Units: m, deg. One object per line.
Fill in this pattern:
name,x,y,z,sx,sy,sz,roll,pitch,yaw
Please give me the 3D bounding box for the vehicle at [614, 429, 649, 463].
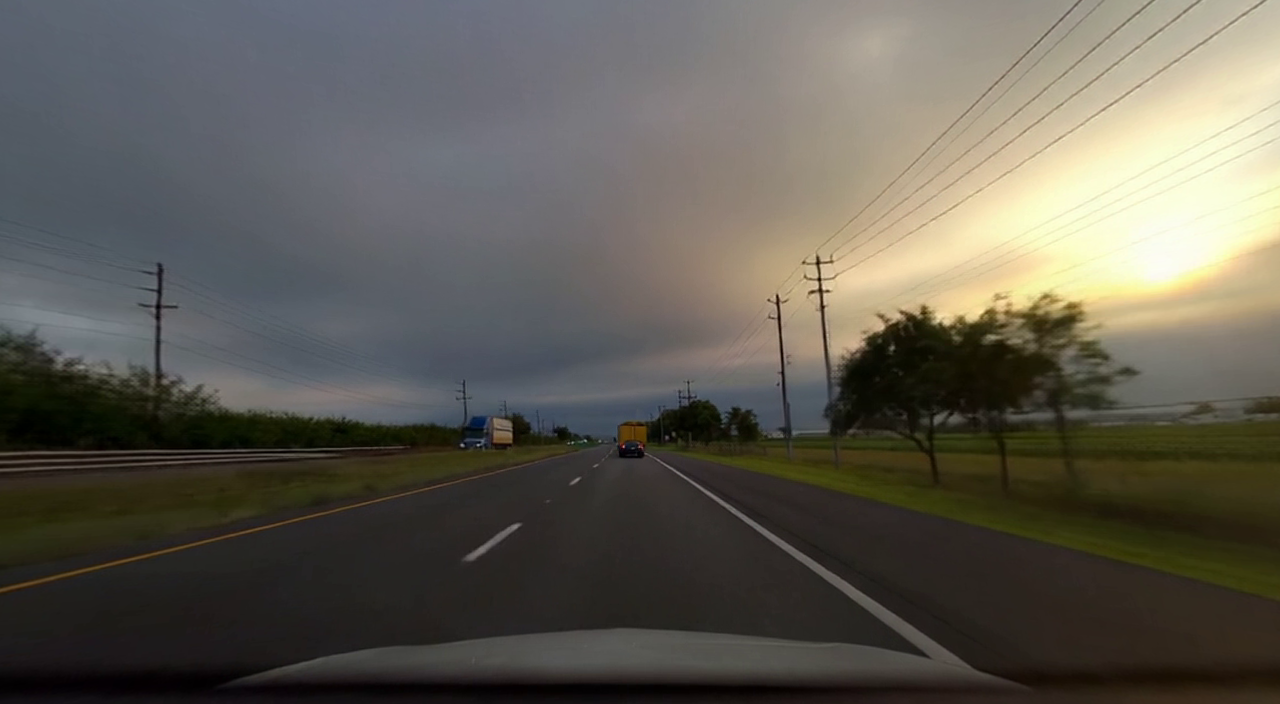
vehicle,-0.605,6.320,42.469,2.240,2.129,4.480,0,-8,-2
